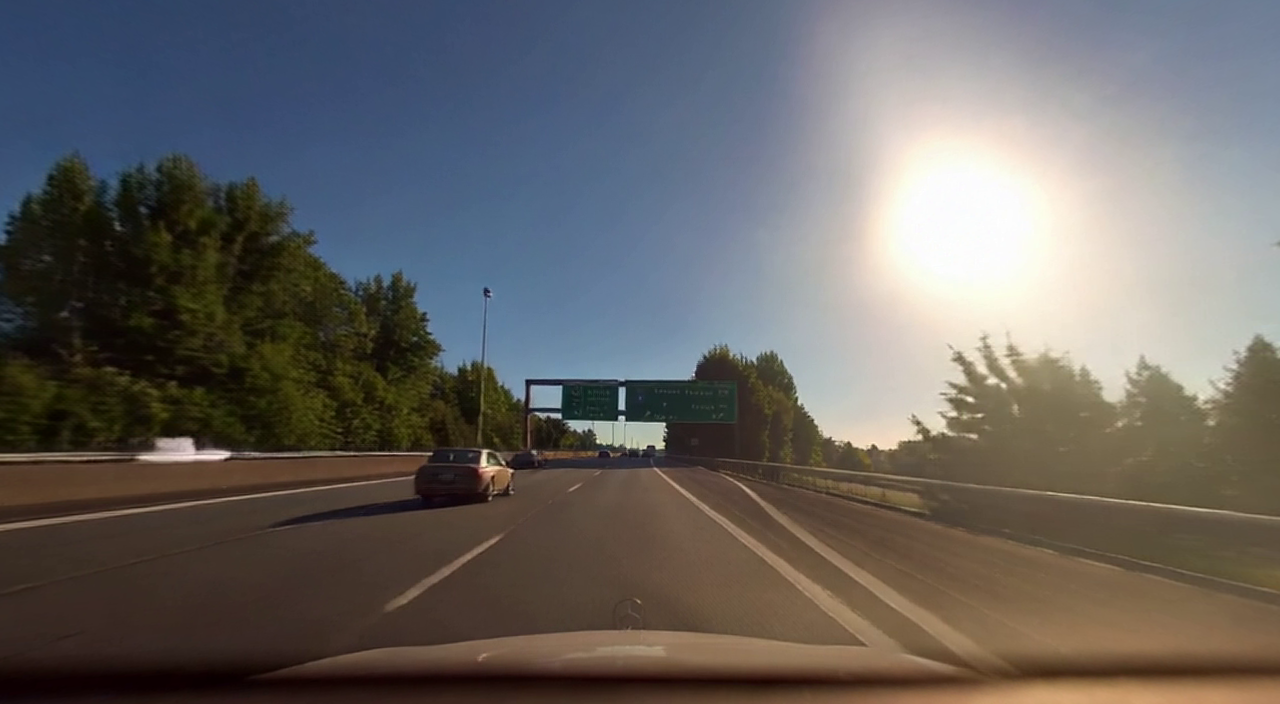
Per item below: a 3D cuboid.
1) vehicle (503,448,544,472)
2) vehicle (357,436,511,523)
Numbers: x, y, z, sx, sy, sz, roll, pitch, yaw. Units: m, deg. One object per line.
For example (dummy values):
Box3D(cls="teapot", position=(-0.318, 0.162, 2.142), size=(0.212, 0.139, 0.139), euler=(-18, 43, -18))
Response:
Box3D(cls="vehicle", position=(-7.719, 7.182, 42.022), size=(1.835, 1.459, 4.636), euler=(1, -9, 0))
Box3D(cls="vehicle", position=(-4.288, 2.716, 14.025), size=(1.875, 1.587, 4.687), euler=(0, -9, -1))
